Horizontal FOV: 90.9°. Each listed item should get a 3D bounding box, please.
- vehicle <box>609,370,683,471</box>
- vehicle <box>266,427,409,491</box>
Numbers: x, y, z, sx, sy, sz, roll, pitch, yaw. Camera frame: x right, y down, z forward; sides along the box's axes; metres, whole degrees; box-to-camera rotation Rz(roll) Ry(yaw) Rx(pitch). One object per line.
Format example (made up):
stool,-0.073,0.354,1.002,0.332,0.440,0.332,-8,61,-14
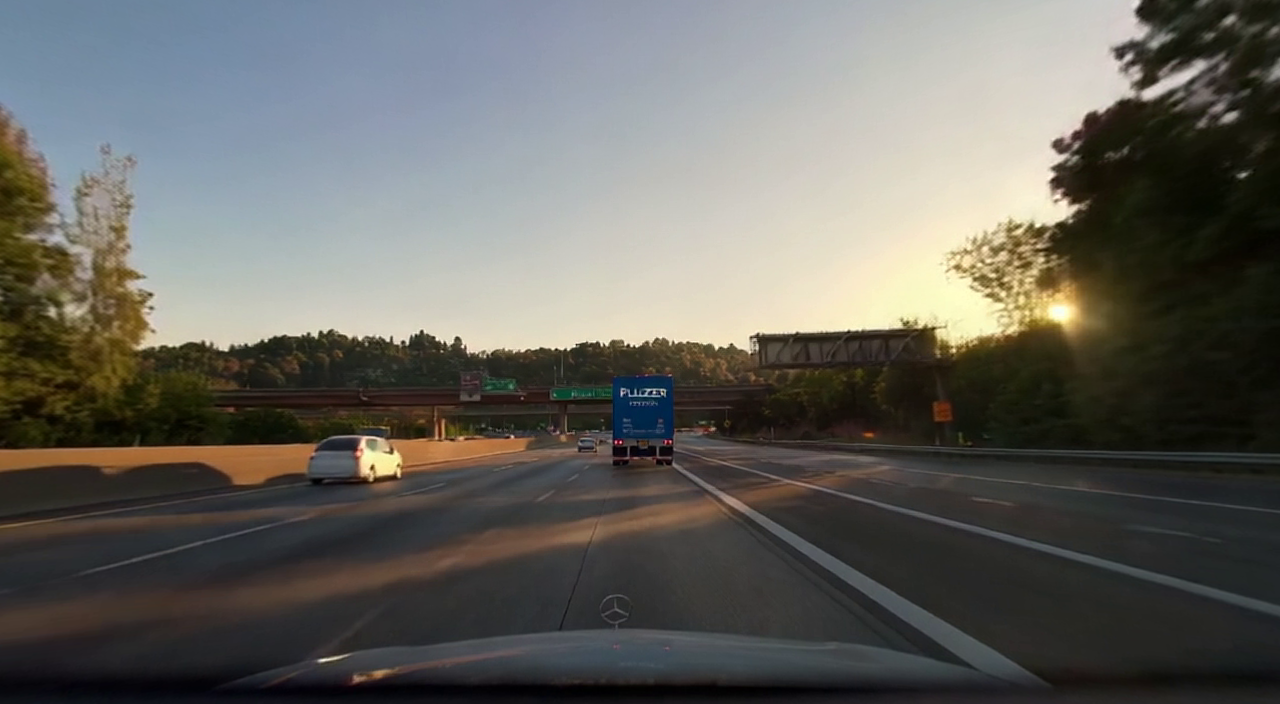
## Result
vehicle,0.093,3.505,30.845,2.926,3.959,11.818,0,-8,-1
vehicle,-8.230,2.937,17.629,2.041,1.566,3.986,0,-8,0
